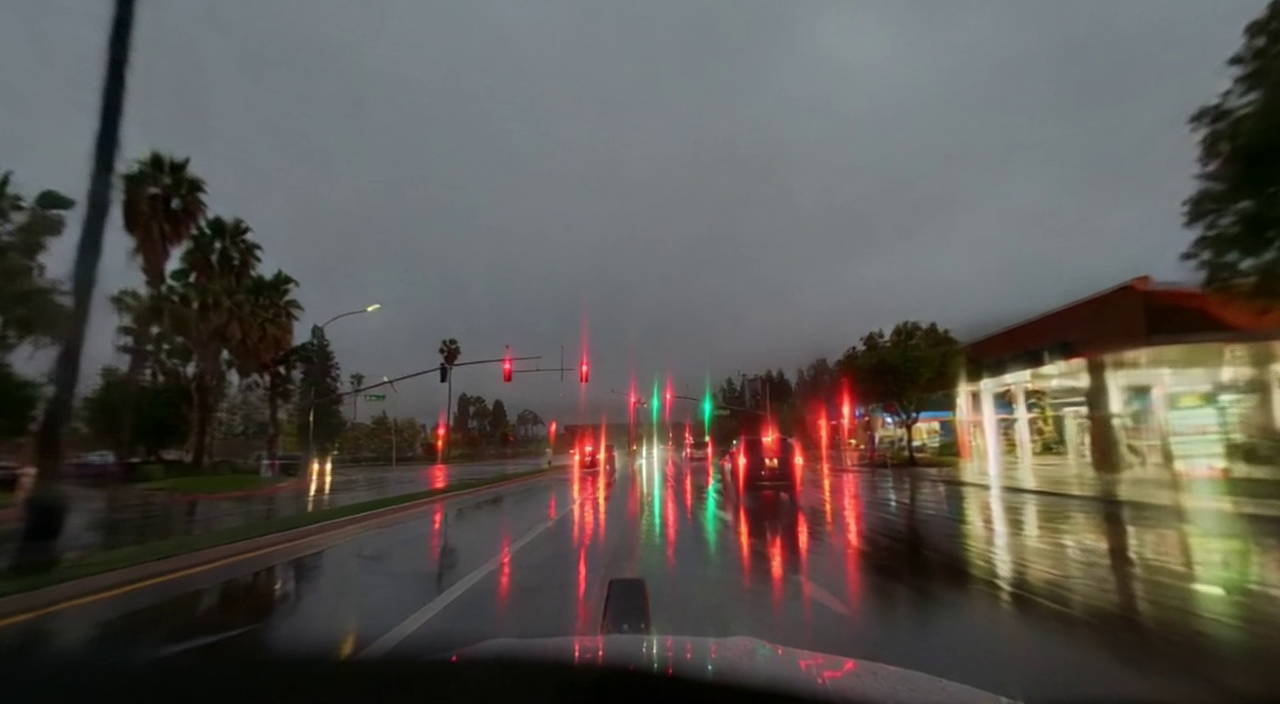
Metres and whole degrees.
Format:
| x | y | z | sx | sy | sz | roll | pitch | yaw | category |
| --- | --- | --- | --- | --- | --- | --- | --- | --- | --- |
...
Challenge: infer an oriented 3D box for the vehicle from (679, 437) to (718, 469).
| x | y | z | sx | sy | sz | roll | pitch | yaw | category |
| --- | --- | --- | --- | --- | --- | --- | --- | --- | --- |
| 3.846 | 6.770 | 42.384 | 2.154 | 1.975 | 4.634 | 0 | -8 | 0 | vehicle |

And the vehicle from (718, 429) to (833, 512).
| x | y | z | sx | sy | sz | roll | pitch | yaw | category |
| --- | --- | --- | --- | --- | --- | --- | --- | --- | --- |
| 3.127 | 2.804 | 15.424 | 1.872 | 1.752 | 3.896 | 0 | -8 | -1 | vehicle |

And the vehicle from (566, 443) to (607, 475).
| x | y | z | sx | sy | sz | roll | pitch | yaw | category |
| --- | --- | --- | --- | --- | --- | --- | --- | --- | --- |
| -2.829 | 5.756 | 34.212 | 1.788 | 1.600 | 4.298 | 0 | -8 | 1 | vehicle |

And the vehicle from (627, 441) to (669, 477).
| x | y | z | sx | sy | sz | roll | pitch | yaw | category |
| --- | --- | --- | --- | --- | --- | --- | --- | --- | --- |
| 0.383 | 5.311 | 31.490 | 1.991 | 1.664 | 3.814 | 0 | -8 | 0 | vehicle |
